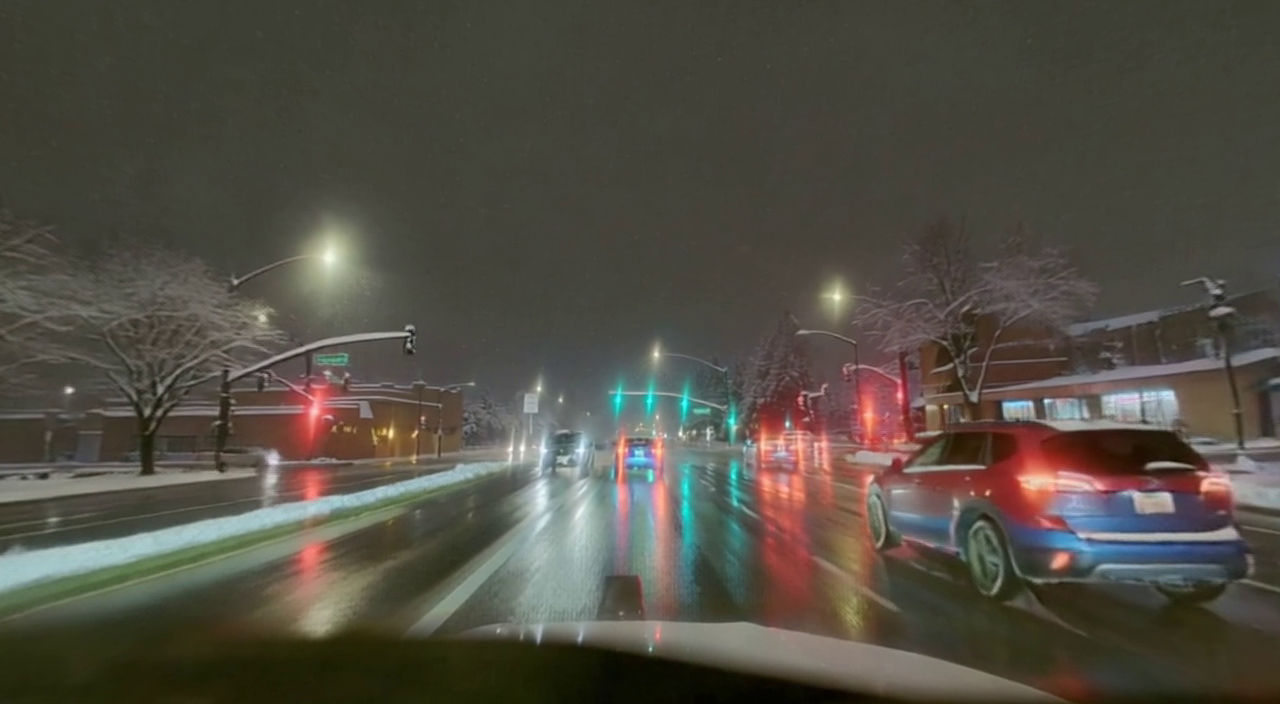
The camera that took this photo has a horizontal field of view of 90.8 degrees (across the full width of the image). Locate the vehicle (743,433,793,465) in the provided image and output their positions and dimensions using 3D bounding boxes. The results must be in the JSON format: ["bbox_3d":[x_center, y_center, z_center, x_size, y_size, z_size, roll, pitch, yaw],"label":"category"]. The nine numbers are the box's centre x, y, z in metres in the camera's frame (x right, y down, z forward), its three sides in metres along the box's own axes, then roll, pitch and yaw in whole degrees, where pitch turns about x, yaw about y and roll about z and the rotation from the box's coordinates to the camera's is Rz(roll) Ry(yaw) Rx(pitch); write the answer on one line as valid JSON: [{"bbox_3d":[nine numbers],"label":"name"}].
[{"bbox_3d":[7.078,5.420,35.365,1.894,1.693,4.110,0,-8,-1],"label":"vehicle"}]

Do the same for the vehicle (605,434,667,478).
[{"bbox_3d":[-0.151,3.804,23.333,2.097,1.480,4.006,0,-8,0],"label":"vehicle"}]

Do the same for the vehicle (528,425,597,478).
[{"bbox_3d":[-2.875,3.856,24.621,2.064,1.825,4.760,0,-8,0],"label":"vehicle"}]

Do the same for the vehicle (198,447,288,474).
[{"bbox_3d":[-24.845,6.762,39.714,4.561,1.588,1.832,5,-10,-29],"label":"vehicle"}]

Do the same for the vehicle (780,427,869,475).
[{"bbox_3d":[7.268,3.976,25.477,2.068,1.731,4.752,0,-8,-1],"label":"vehicle"}]

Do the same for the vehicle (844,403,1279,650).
[{"bbox_3d":[3.679,1.378,6.085,1.861,1.473,4.393,0,-8,-1],"label":"vehicle"}]
